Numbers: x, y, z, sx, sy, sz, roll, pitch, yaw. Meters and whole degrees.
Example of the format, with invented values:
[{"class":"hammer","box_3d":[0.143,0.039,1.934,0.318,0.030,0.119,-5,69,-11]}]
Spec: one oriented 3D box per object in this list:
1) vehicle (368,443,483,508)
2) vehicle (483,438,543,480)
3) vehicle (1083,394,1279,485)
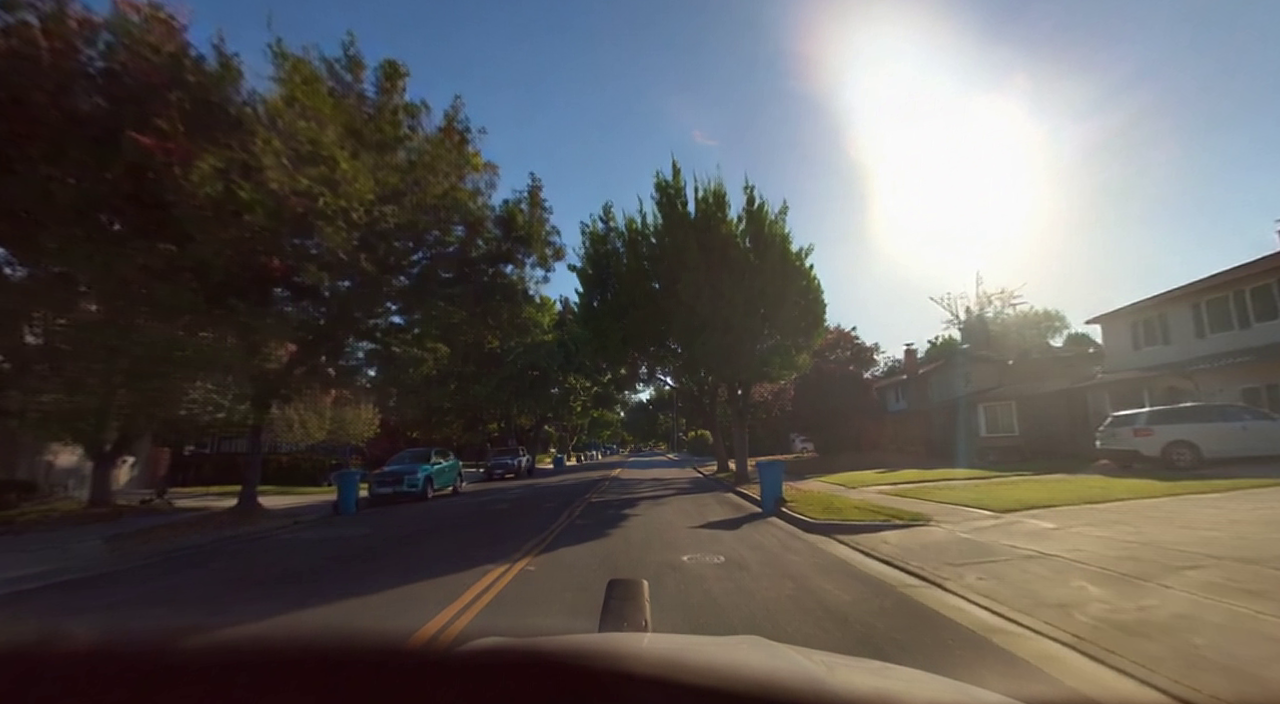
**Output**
[{"class":"vehicle","box_3d":[-6.278,3.597,19.008,1.945,1.530,4.430,-4,-8,-1]},{"class":"vehicle","box_3d":[-6.377,5.395,32.211,2.169,1.871,4.762,-2,-8,-1]},{"class":"vehicle","box_3d":[12.960,1.962,14.640,1.936,1.687,4.714,-5,-8,2]}]
